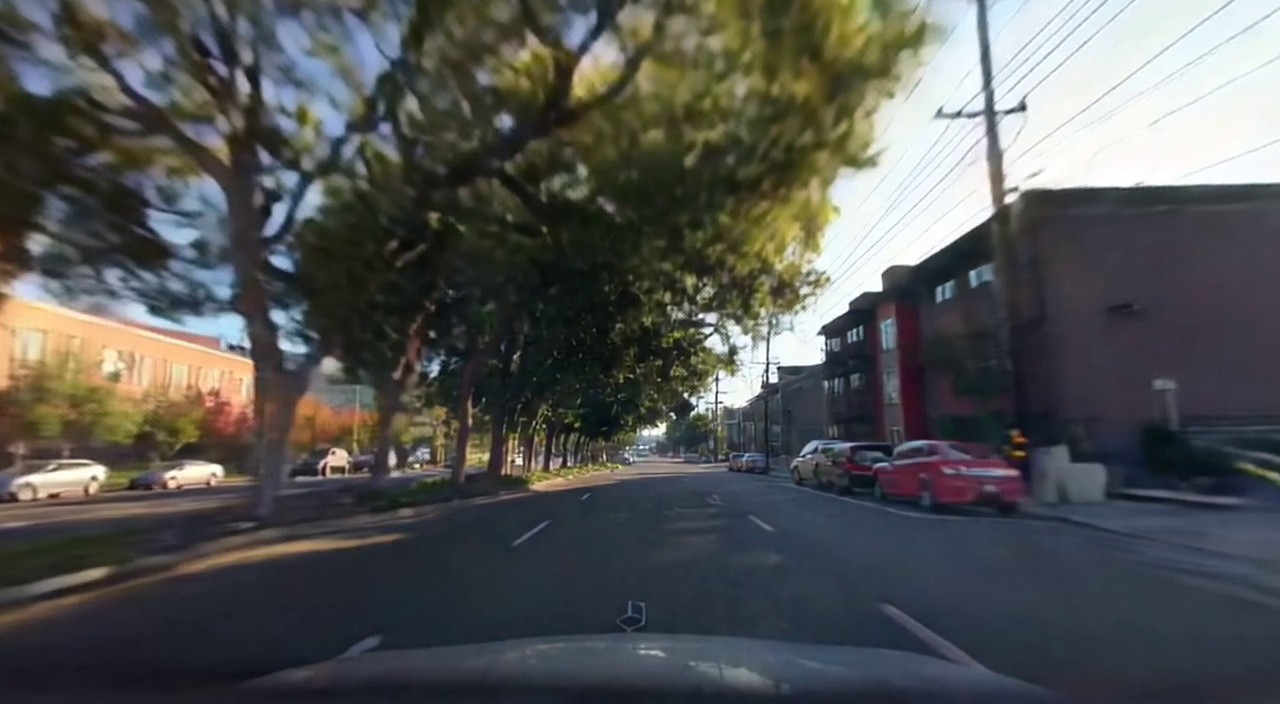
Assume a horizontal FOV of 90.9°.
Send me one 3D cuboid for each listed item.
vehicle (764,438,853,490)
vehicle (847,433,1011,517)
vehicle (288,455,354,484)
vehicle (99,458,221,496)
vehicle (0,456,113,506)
[{"bbox_3d":[7.237,4.849,27.900,2.197,2.019,6.225,0,-8,0],"label":"vehicle"},{"bbox_3d":[7.041,3.018,16.052,1.998,1.819,4.621,0,-8,0],"label":"vehicle"},{"bbox_3d":[-22.072,8.092,43.796,2.116,1.813,4.674,0,-8,0],"label":"vehicle"},{"bbox_3d":[-22.124,5.741,29.346,1.921,1.508,4.738,0,-8,1],"label":"vehicle"},{"bbox_3d":[-22.367,4.646,23.068,1.966,1.595,4.719,0,-8,1],"label":"vehicle"}]
